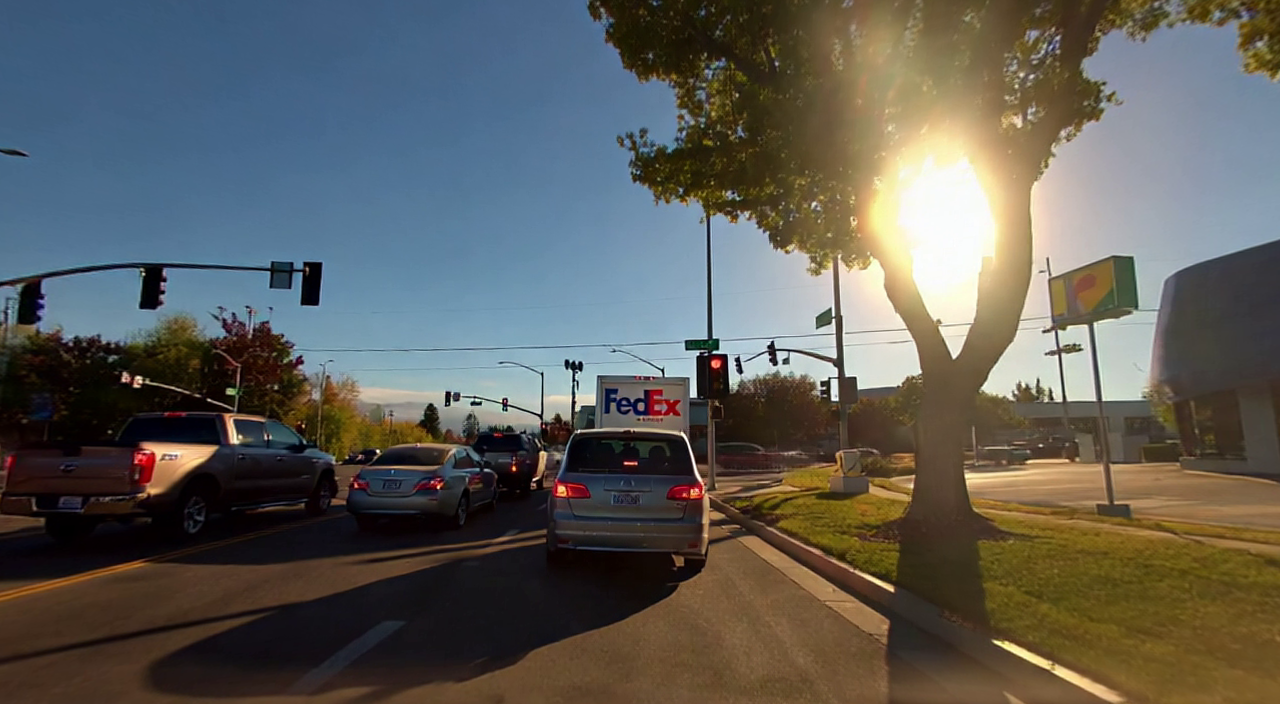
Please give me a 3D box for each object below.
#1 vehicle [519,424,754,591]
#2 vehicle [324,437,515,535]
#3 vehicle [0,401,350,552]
[{"bbox_3d":[-0.036,1.748,7.953,2.145,1.513,4.269,0,-9,0],"label":"vehicle"},{"bbox_3d":[-3.855,2.402,11.949,1.949,1.487,4.390,0,-9,1],"label":"vehicle"},{"bbox_3d":[-7.267,1.983,10.745,2.125,1.893,5.498,0,-9,-2],"label":"vehicle"}]
